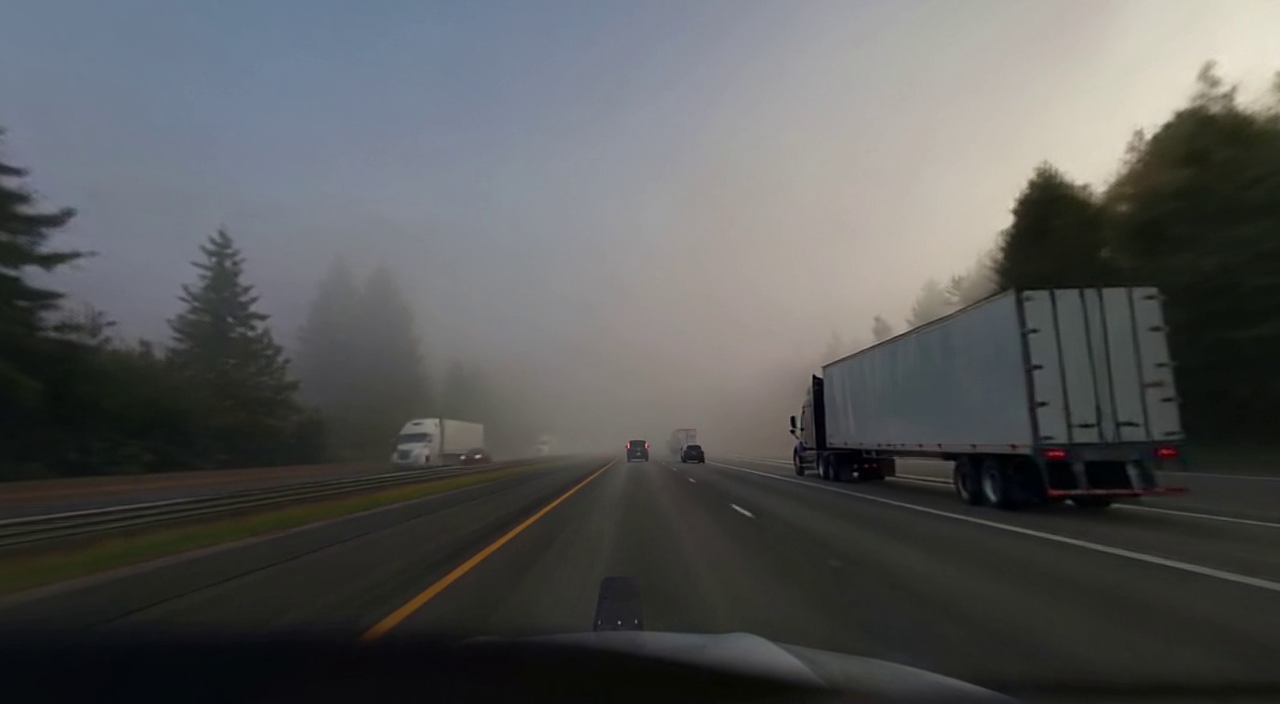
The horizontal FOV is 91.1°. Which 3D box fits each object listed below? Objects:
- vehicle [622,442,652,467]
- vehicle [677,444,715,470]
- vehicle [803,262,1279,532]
[{"bbox_3d":[-0.200,7.602,46.742,2.114,1.706,4.106,0,-9,0],"label":"vehicle"},{"bbox_3d":[3.597,6.837,41.085,2.025,1.534,4.179,0,-9,-1],"label":"vehicle"},{"bbox_3d":[7.813,1.676,16.427,3.044,4.073,14.016,0,-9,-1],"label":"vehicle"}]
